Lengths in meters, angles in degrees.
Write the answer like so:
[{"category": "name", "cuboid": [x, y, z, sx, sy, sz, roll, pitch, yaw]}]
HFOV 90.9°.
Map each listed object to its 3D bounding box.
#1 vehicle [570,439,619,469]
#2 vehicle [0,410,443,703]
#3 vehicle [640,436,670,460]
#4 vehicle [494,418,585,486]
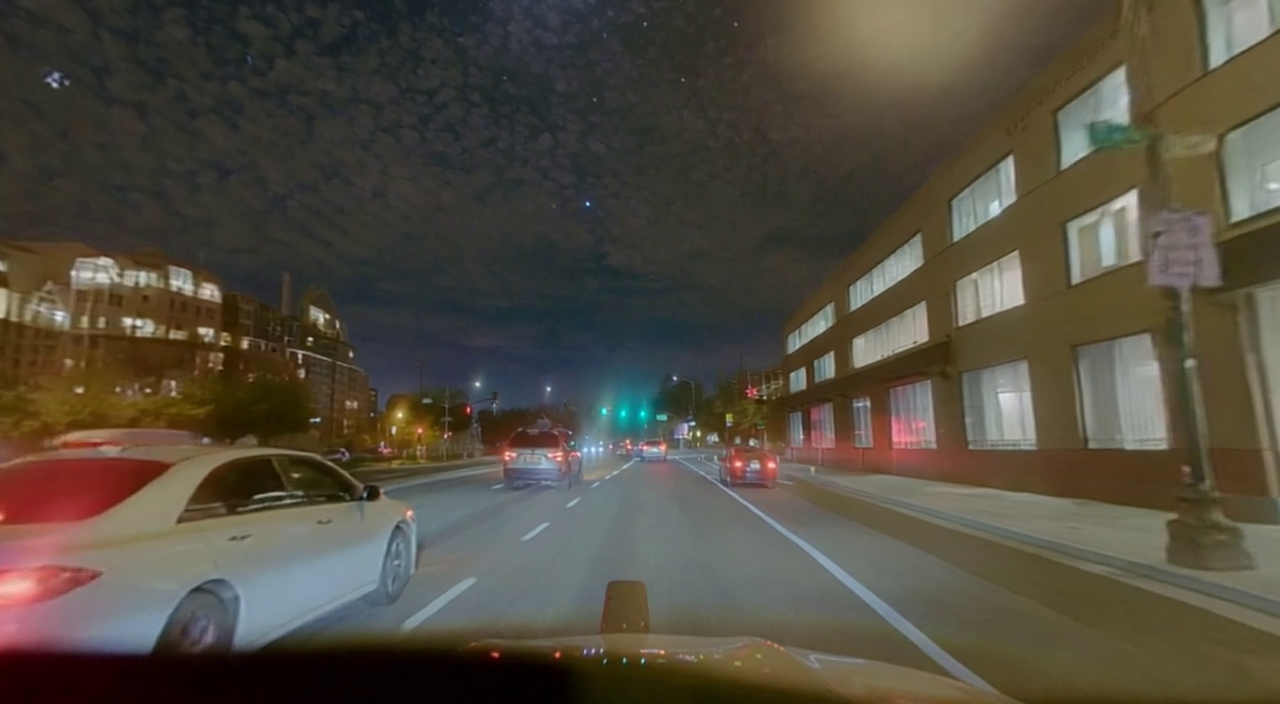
[{"category": "vehicle", "cuboid": [-2.384, 5.467, 33.984, 2.246, 1.481, 4.146, 0, -9, 1]}, {"category": "vehicle", "cuboid": [-2.840, 1.156, 3.658, 1.959, 1.406, 4.272, 0, -9, 1]}, {"category": "vehicle", "cuboid": [1.108, 7.292, 47.903, 2.194, 1.779, 3.996, 0, -9, 1]}, {"category": "vehicle", "cuboid": [-3.167, 3.312, 20.972, 2.152, 1.987, 4.527, 0, -9, 2]}]
